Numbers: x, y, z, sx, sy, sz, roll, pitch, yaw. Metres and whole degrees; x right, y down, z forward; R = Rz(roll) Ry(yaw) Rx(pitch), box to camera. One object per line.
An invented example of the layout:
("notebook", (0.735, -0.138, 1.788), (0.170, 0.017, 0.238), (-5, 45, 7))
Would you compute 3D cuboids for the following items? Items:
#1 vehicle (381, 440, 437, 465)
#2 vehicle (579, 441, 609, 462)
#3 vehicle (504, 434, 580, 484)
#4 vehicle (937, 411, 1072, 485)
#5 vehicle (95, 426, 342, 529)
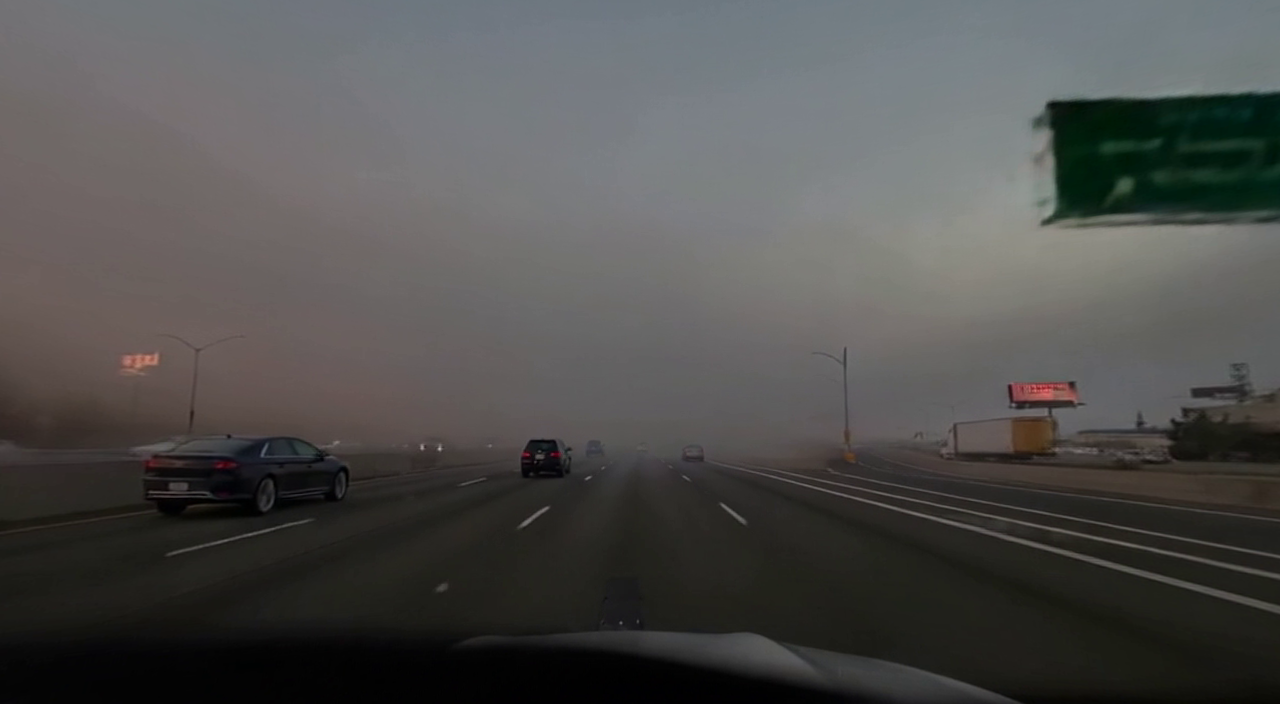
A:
("vehicle", (-15.544, 6.775, 42.686), (1.924, 1.537, 4.772), (1, -9, 1))
("vehicle", (-3.495, 7.693, 48.713), (1.960, 1.494, 4.123), (1, -9, 1))
("vehicle", (-3.365, 3.774, 22.437), (2.001, 1.577, 4.055), (1, -9, 1))
("vehicle", (19.773, 5.317, 35.046), (2.958, 3.538, 8.761), (0, -9, 5))
("vehicle", (-7.232, 2.174, 11.363), (1.865, 1.518, 3.620), (1, -9, 1))
